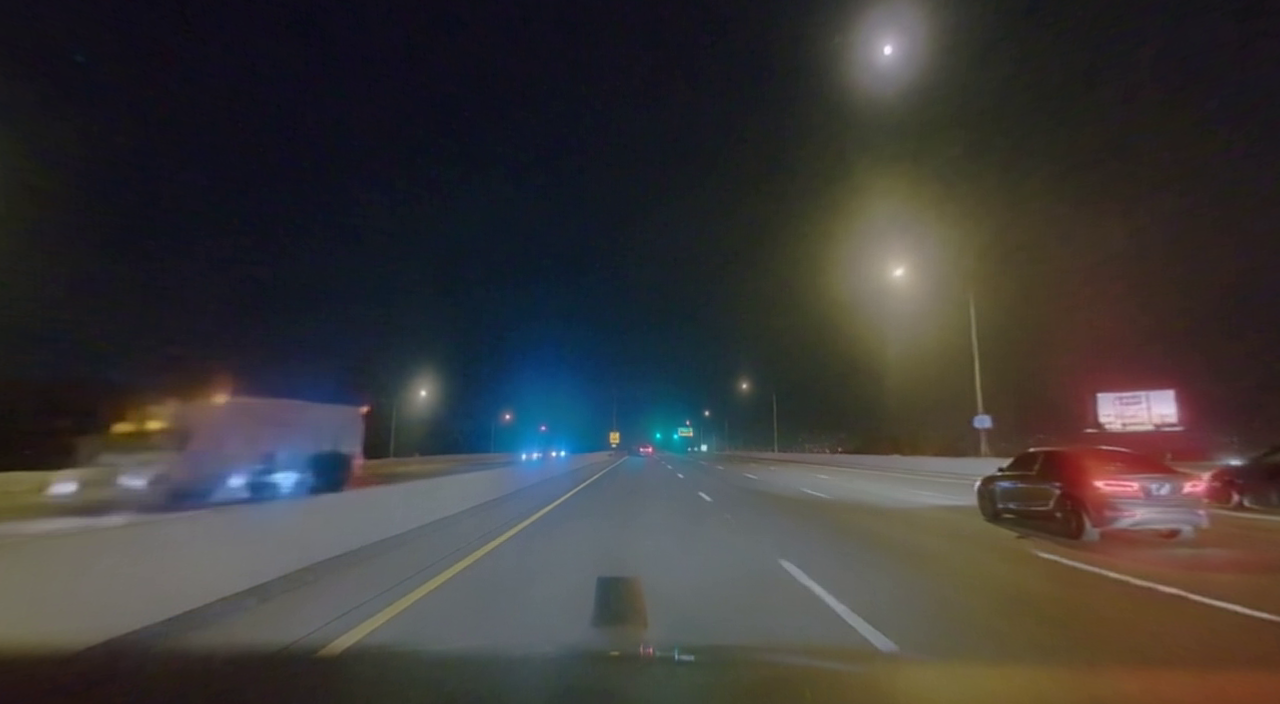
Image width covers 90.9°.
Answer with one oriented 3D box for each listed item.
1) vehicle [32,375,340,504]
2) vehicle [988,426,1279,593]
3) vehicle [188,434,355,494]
[{"bbox_3d":[-14.896,3.159,22.555,2.966,3.515,10.615,0,-9,1],"label":"vehicle"},{"bbox_3d":[6.931,1.796,8.113,2.093,1.525,4.865,0,-8,0],"label":"vehicle"},{"bbox_3d":[-11.159,3.428,19.697,1.991,1.603,5.124,0,-9,2],"label":"vehicle"}]
